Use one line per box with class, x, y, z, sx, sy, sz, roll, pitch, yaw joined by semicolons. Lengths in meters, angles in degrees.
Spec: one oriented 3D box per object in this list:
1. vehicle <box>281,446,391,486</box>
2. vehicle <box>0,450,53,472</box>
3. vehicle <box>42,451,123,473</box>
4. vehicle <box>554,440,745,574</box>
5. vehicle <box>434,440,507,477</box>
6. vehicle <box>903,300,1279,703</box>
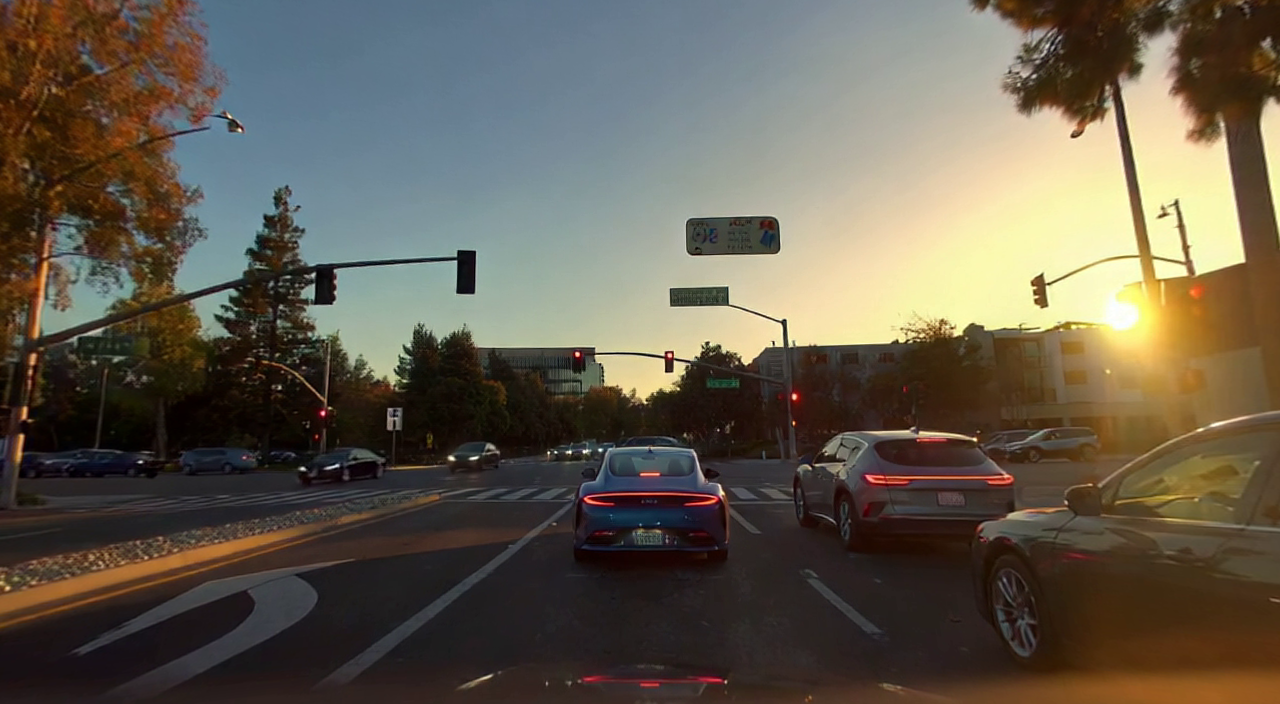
vehicle;-11.894;4.456;25.047;2.053;1.436;4.494;0;-8;1
vehicle;-46.268;7.958;46.138;4.545;1.558;1.833;0;-8;-3
vehicle;-41.298;8.152;46.780;4.195;1.533;1.752;0;-8;-3
vehicle;0.118;1.868;8.391;1.945;1.343;3.827;0;-8;1
vehicle;-8.139;5.139;30.798;2.091;1.651;4.870;-1;-8;2
vehicle;3.108;0.799;2.525;2.143;1.759;4.531;0;-8;0
